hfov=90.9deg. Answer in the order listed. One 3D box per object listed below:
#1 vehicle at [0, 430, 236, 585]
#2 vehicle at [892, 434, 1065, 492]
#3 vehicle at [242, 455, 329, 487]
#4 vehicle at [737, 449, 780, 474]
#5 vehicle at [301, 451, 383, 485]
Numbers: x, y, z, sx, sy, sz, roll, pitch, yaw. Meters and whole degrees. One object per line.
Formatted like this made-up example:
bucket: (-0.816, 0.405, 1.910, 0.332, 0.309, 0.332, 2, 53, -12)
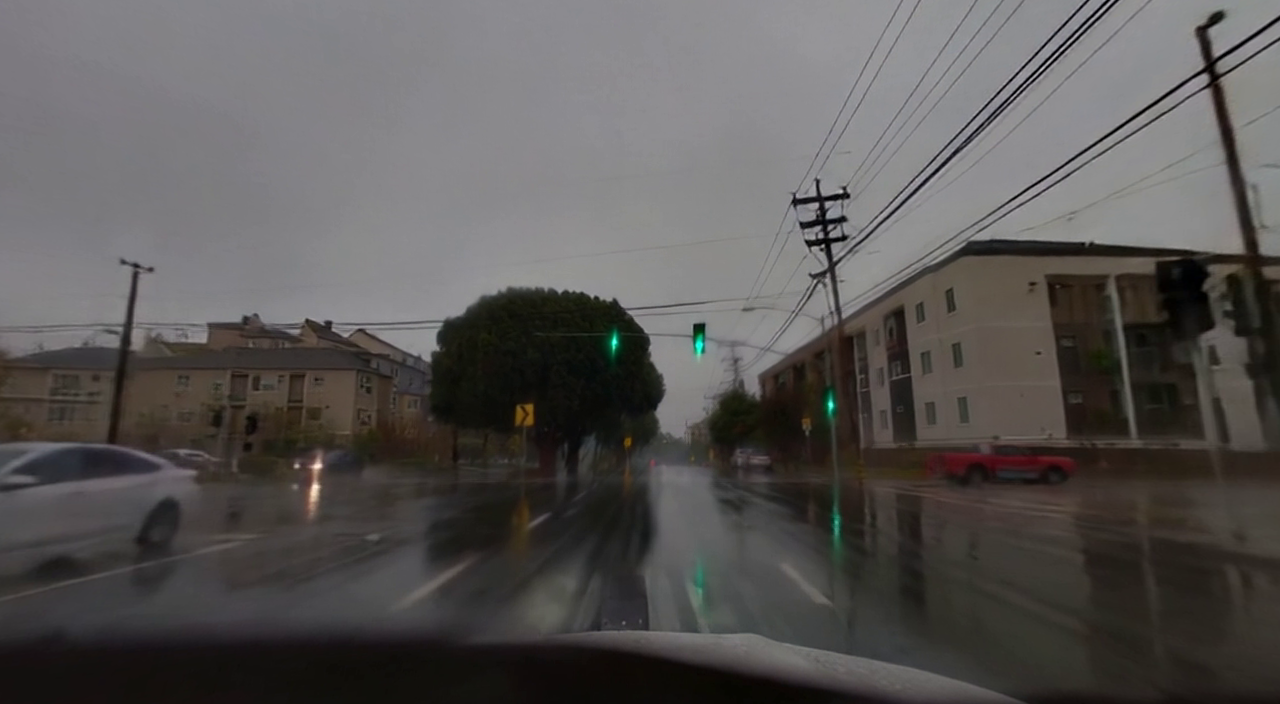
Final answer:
vehicle: (-7.092, 1.630, 6.986, 1.953, 1.471, 4.744, 0, -8, 2)
vehicle: (10.247, 3.371, 19.385, 4.171, 1.654, 1.919, -1, -8, 5)
vehicle: (-19.226, 6.458, 34.525, 1.878, 1.561, 4.745, 0, -8, 2)
vehicle: (7.698, 7.175, 41.472, 1.875, 1.481, 4.434, 0, -8, -1)
vehicle: (-15.675, 6.100, 33.508, 1.951, 1.595, 4.548, -1, -8, 3)
